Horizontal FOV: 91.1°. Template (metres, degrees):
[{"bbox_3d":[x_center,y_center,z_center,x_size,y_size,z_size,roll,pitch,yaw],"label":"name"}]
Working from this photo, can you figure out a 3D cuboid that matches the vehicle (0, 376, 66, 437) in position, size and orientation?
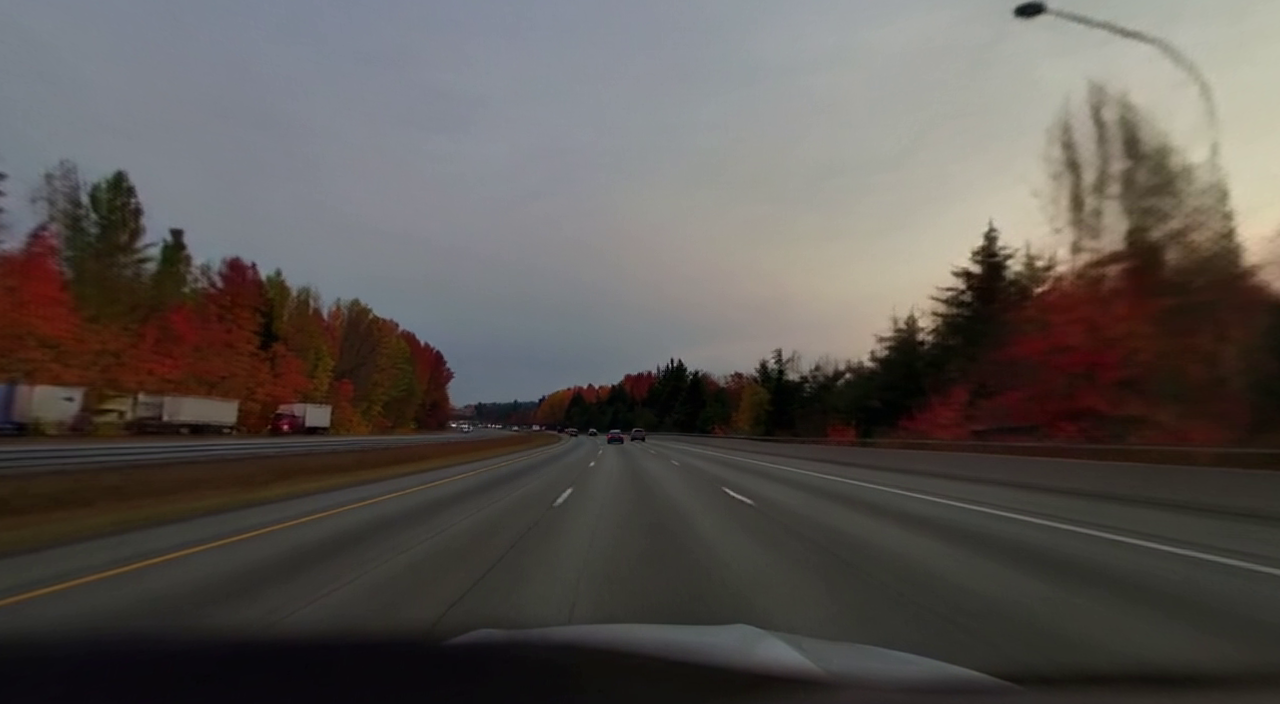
[{"bbox_3d":[-45.695,4.204,46.394,9.567,3.736,3.211,-8,-14,40],"label":"vehicle"}]
